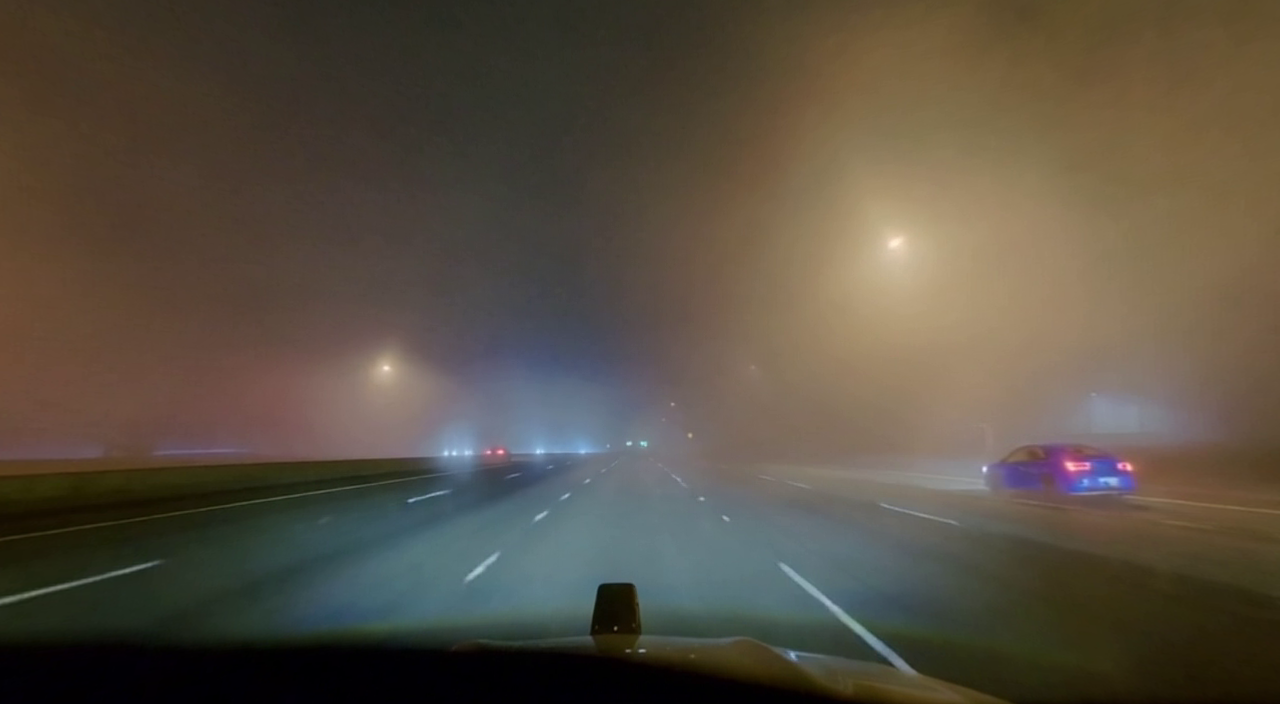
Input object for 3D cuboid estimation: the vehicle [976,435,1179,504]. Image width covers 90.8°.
[{"bbox_3d":[10.958,2.954,16.362,1.985,1.493,4.486,0,-8,-1],"label":"vehicle"}]
